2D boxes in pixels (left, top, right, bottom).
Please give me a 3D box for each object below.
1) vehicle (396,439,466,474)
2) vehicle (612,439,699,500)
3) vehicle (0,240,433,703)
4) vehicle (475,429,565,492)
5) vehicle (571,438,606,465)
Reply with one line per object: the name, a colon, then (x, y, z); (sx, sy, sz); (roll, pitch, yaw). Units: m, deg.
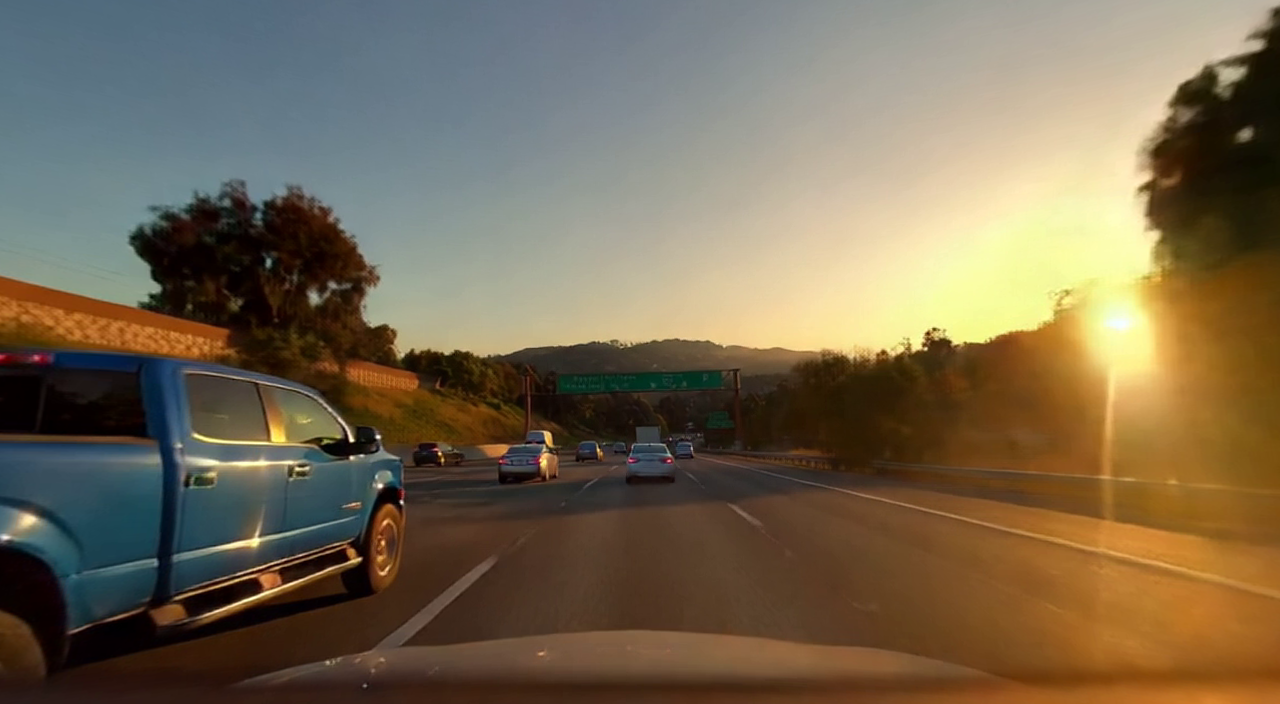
vehicle: (-10.384, 5.217, 31.715); (1.941, 1.602, 4.277); (0, -8, 2)
vehicle: (0.372, 3.093, 17.015); (2.054, 1.421, 4.090); (0, -8, 0)
vehicle: (-3.413, 0.850, 3.699); (2.269, 2.060, 5.933); (0, -8, 1)
vehicle: (-3.604, 3.348, 19.790); (1.903, 1.721, 4.210); (0, -8, 1)
vehicle: (-3.285, 6.465, 41.140); (1.897, 1.646, 4.049); (0, -8, 1)
